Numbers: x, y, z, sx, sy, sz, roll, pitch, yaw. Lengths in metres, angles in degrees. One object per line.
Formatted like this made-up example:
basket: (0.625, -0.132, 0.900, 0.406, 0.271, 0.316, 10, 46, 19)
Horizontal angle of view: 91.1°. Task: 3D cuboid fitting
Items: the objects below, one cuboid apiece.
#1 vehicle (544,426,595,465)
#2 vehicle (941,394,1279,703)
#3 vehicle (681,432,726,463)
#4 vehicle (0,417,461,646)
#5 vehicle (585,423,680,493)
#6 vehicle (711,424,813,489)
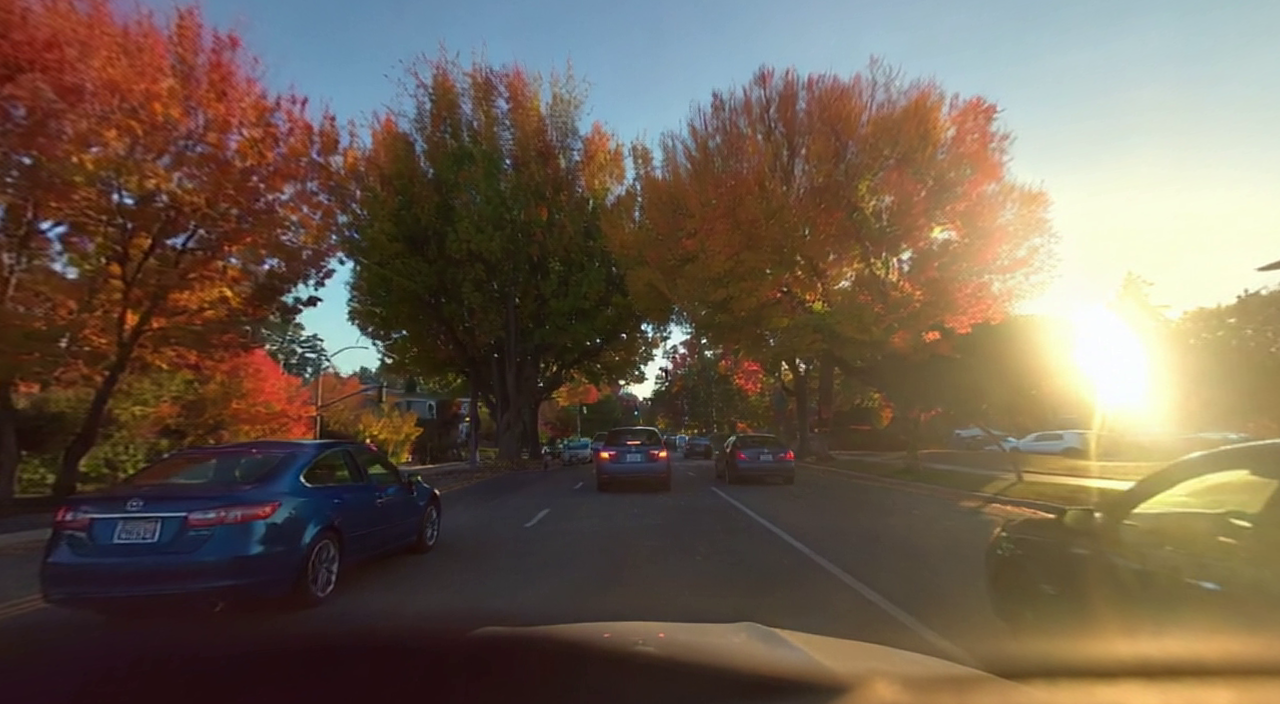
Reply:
vehicle: (-3.880, 5.301, 35.714, 2.246, 2.062, 5.123, 0, -8, 1)
vehicle: (3.382, 0.940, 2.579, 2.060, 1.474, 4.475, 0, -8, 0)
vehicle: (3.605, 5.553, 36.464, 2.067, 1.687, 4.163, 0, -8, -2)
vehicle: (-3.548, 1.502, 6.433, 1.997, 1.479, 4.547, 0, -8, 1)
vehicle: (-0.217, 2.873, 17.349, 2.293, 1.662, 4.262, 0, -8, -1)
vehicle: (3.425, 3.053, 18.601, 2.019, 1.675, 4.488, 0, -8, -1)
